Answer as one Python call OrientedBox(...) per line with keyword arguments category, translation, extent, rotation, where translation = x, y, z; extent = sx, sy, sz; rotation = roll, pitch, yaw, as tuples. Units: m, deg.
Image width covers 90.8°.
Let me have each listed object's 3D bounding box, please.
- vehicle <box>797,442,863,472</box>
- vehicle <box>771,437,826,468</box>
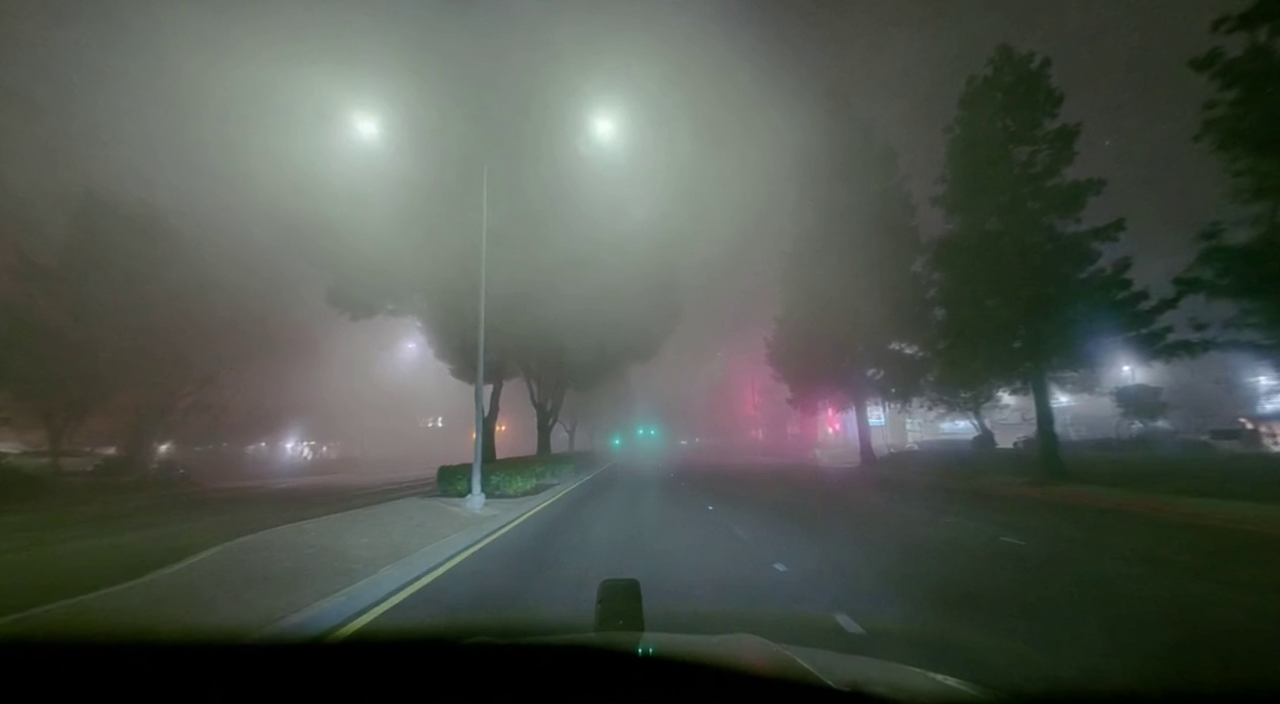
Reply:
OrientedBox(category="vehicle", translation=(9.964, 5.541, 33.505), extent=(1.885, 1.461, 4.751), rotation=(0, -9, -2))
OrientedBox(category="vehicle", translation=(9.813, 6.260, 39.420), extent=(2.159, 1.767, 4.617), rotation=(0, -9, -1))
